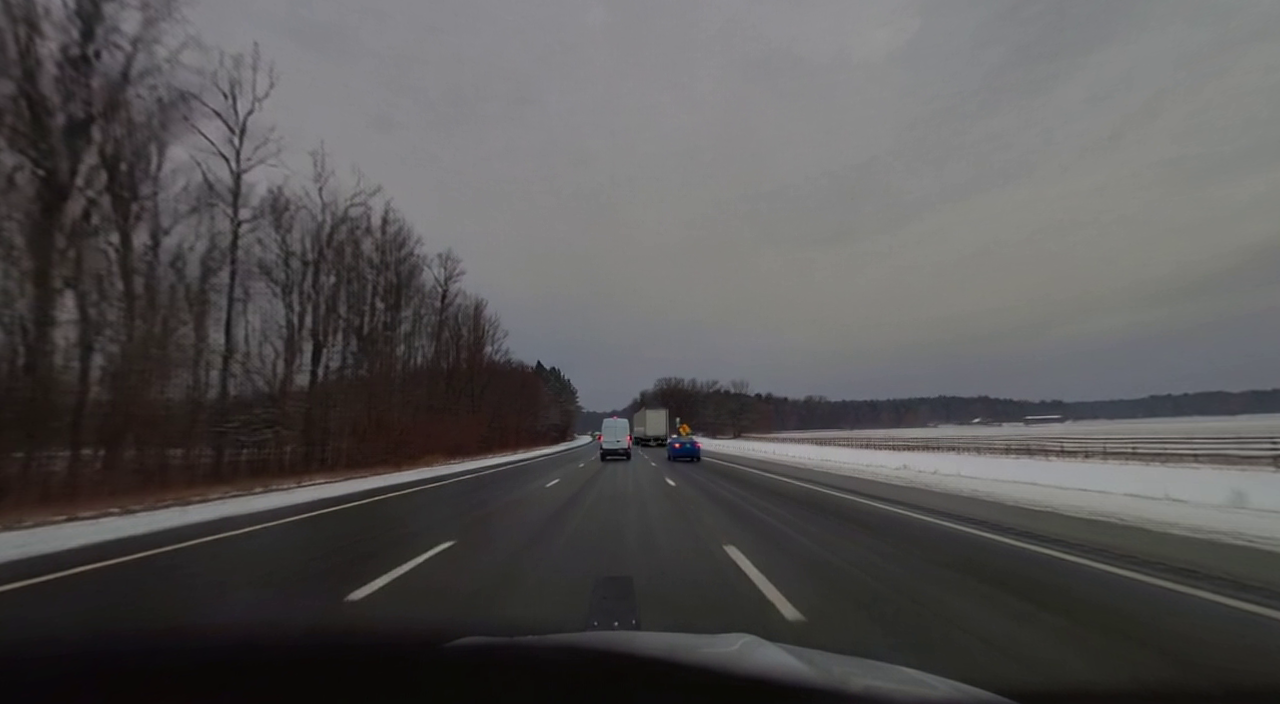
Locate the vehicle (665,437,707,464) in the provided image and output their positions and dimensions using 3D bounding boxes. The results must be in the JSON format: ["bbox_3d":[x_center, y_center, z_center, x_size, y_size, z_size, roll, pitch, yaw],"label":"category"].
[{"bbox_3d":[2.614,5.740,36.870,1.962,1.508,4.363,0,-8,-2],"label":"vehicle"}]

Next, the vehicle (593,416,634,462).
[{"bbox_3d":[-1.595,5.477,39.604,2.389,2.637,5.437,0,-8,0],"label":"vehicle"}]
